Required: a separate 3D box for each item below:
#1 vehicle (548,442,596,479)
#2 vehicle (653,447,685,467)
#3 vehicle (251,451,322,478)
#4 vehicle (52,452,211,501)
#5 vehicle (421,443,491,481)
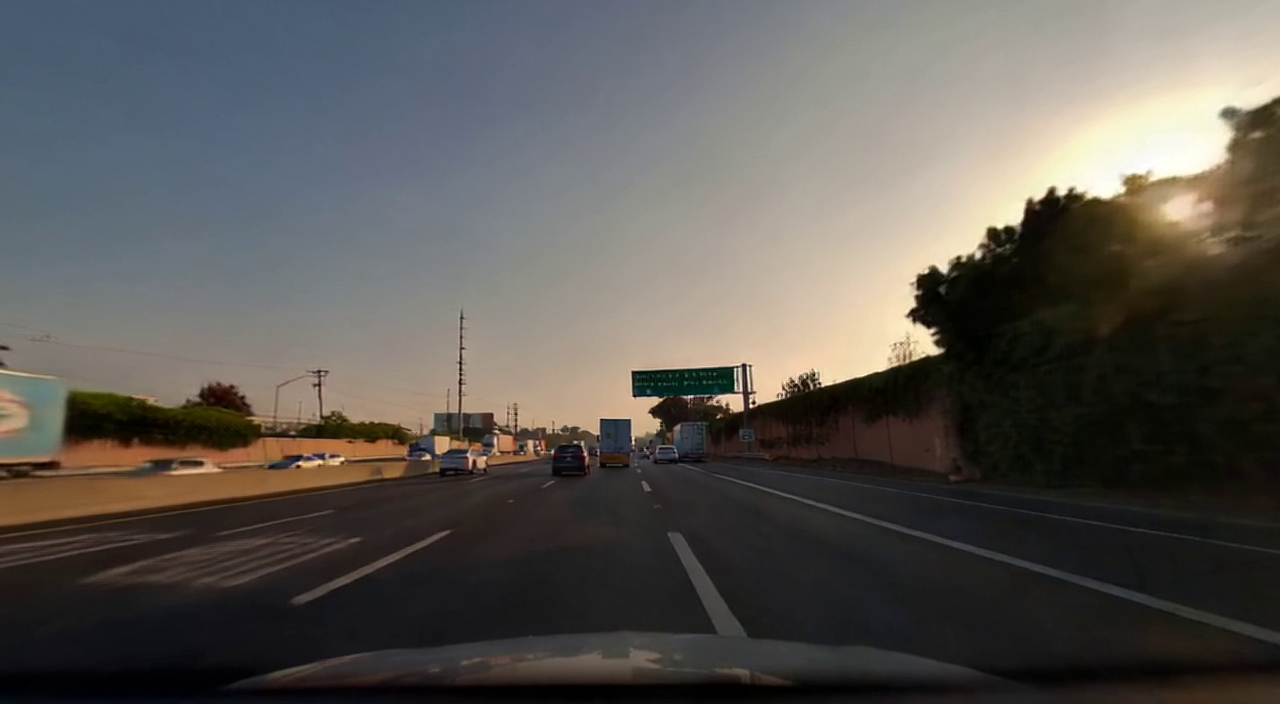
[{"bbox_3d":[-3.279,5.307,31.186,2.132,1.679,4.045,0,-9,-3],"label":"vehicle"},{"bbox_3d":[2.203,8.024,48.675,2.015,1.462,4.691,0,-9,-3],"label":"vehicle"},{"bbox_3d":[-21.446,6.797,38.562,1.867,1.493,4.311,0,-9,-1],"label":"vehicle"},{"bbox_3d":[-17.233,4.210,21.804,1.889,1.439,4.359,0,-9,-1],"label":"vehicle"},{"bbox_3d":[-9.022,5.392,31.428,2.129,1.717,4.593,0,-9,0],"label":"vehicle"}]
